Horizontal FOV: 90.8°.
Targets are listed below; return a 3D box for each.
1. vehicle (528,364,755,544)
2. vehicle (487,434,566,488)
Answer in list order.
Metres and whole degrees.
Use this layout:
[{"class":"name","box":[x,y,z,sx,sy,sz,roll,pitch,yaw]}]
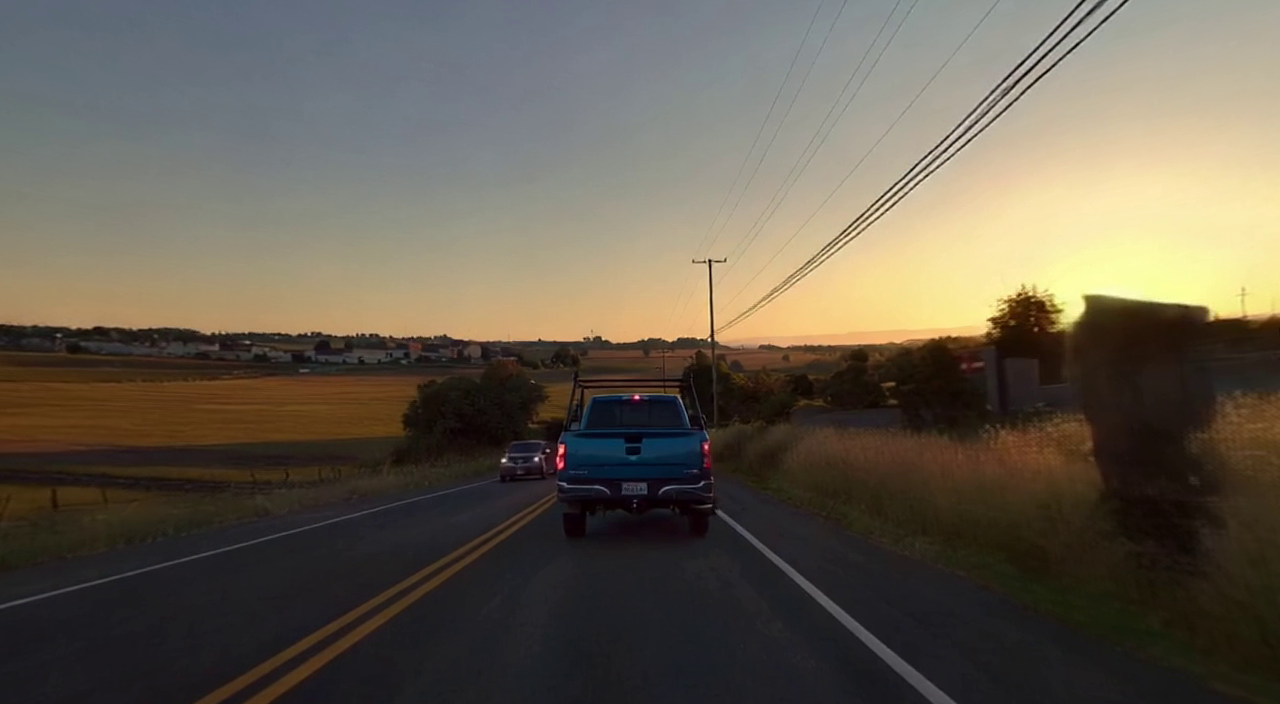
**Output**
[{"class":"vehicle","box":[-0.072,1.851,11.891,2.912,2.320,7.292,0,-8,-1]},{"class":"vehicle","box":[-3.952,3.884,22.766,2.051,1.735,4.259,0,-8,0]}]
